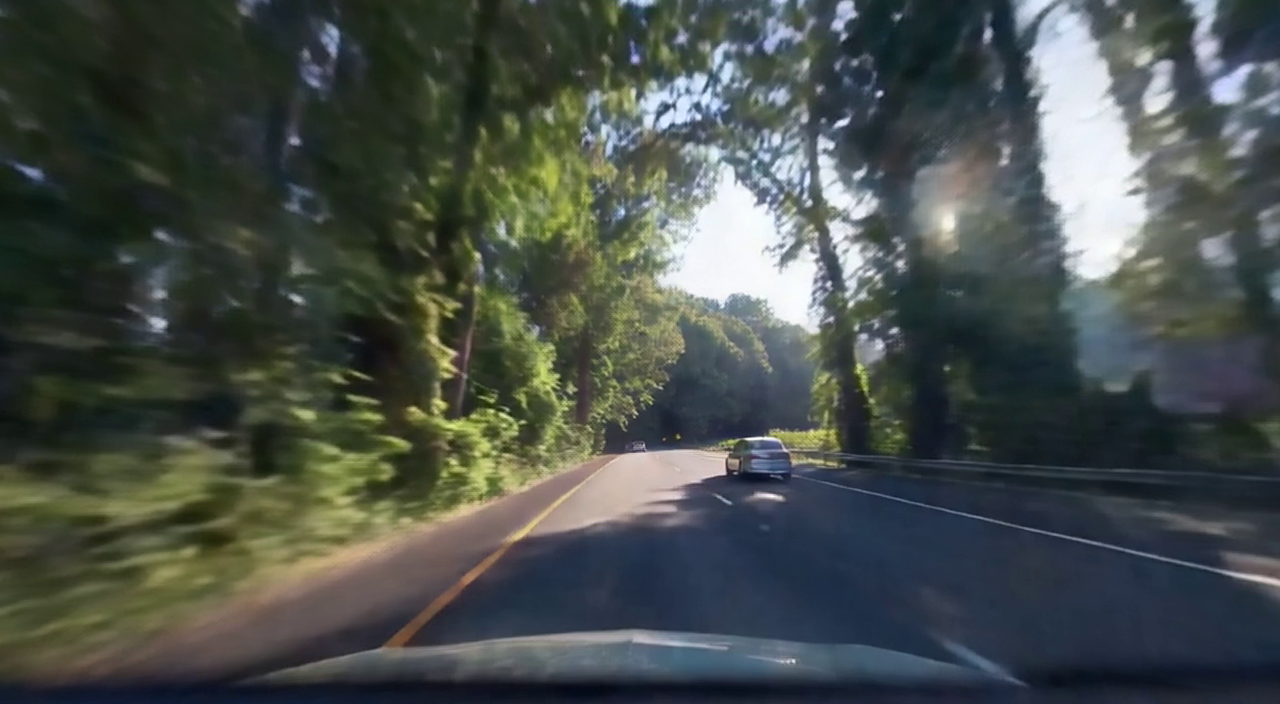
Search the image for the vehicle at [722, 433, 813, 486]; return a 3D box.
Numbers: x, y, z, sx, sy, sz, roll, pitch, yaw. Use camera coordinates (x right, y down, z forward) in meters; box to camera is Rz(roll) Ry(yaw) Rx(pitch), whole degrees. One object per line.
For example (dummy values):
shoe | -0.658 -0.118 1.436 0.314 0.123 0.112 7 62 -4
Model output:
vehicle | 4.086 3.527 21.002 1.905 1.525 4.719 0 -8 -2
